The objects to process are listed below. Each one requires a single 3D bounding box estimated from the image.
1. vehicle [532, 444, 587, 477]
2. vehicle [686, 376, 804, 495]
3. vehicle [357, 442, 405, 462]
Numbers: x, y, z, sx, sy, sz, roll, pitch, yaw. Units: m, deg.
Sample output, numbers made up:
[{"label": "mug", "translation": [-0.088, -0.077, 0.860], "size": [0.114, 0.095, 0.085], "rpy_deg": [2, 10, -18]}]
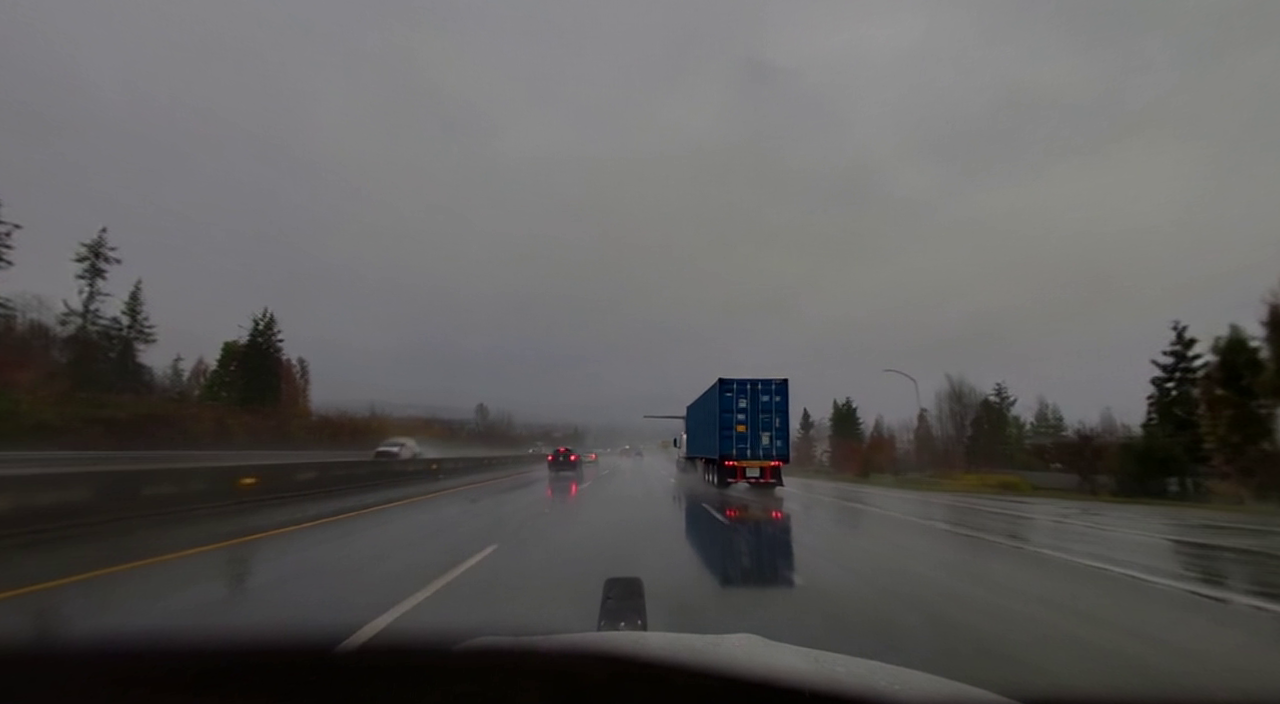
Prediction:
[{"label": "vehicle", "translation": [-4.330, 5.941, 34.808], "size": [2.370, 1.647, 5.091], "rpy_deg": [0, -9, 0]}, {"label": "vehicle", "translation": [4.044, 3.836, 28.017], "size": [2.821, 4.046, 12.876], "rpy_deg": [0, -9, -1]}, {"label": "vehicle", "translation": [-20.202, 7.842, 49.293], "size": [1.828, 1.455, 4.660], "rpy_deg": [0, -9, -1]}]
